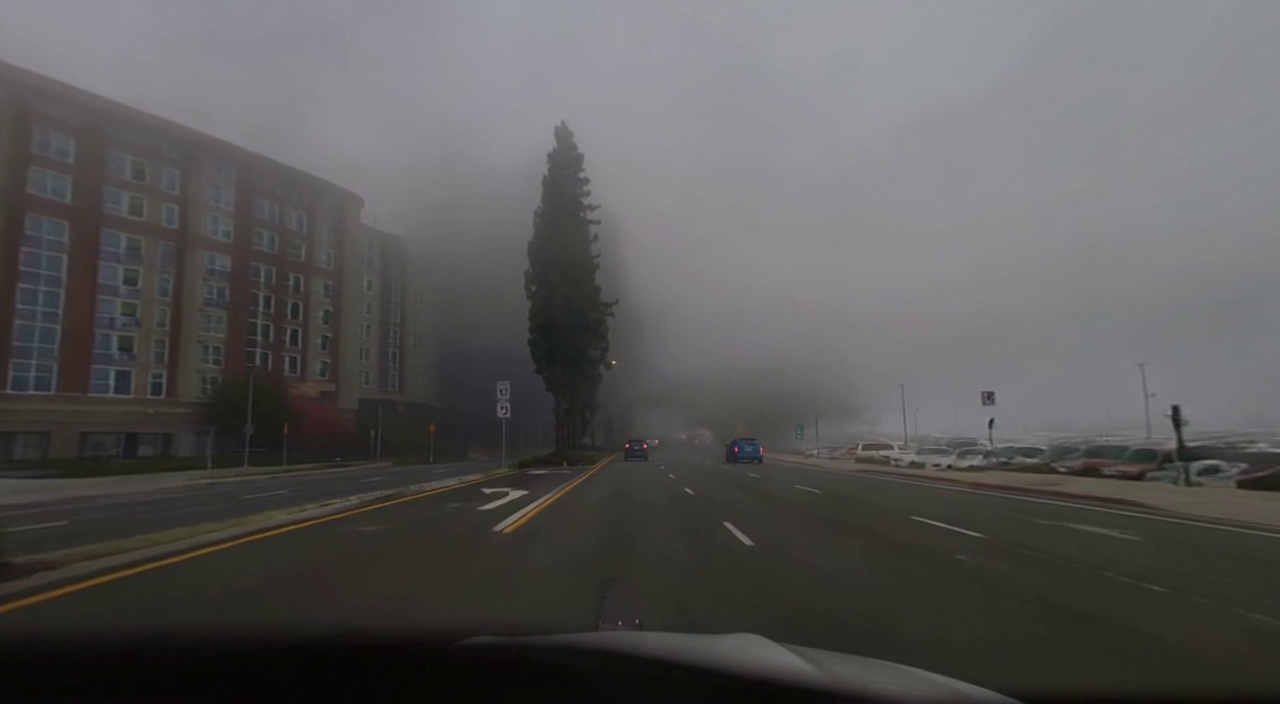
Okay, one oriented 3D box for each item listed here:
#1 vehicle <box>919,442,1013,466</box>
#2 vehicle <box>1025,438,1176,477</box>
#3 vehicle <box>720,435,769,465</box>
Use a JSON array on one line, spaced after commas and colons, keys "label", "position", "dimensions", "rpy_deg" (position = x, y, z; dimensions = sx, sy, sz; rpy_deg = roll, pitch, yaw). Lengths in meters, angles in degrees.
[{"label": "vehicle", "position": [19.813, 6.202, 38.340], "dimensions": [4.653, 1.438, 1.939], "rpy_deg": [0, -9, -2]}, {"label": "vehicle", "position": [19.130, 4.389, 26.340], "dimensions": [4.644, 1.552, 1.980], "rpy_deg": [-1, -9, 4]}, {"label": "vehicle", "position": [6.606, 6.249, 40.306], "dimensions": [2.136, 1.799, 4.796], "rpy_deg": [0, -9, -2]}]
